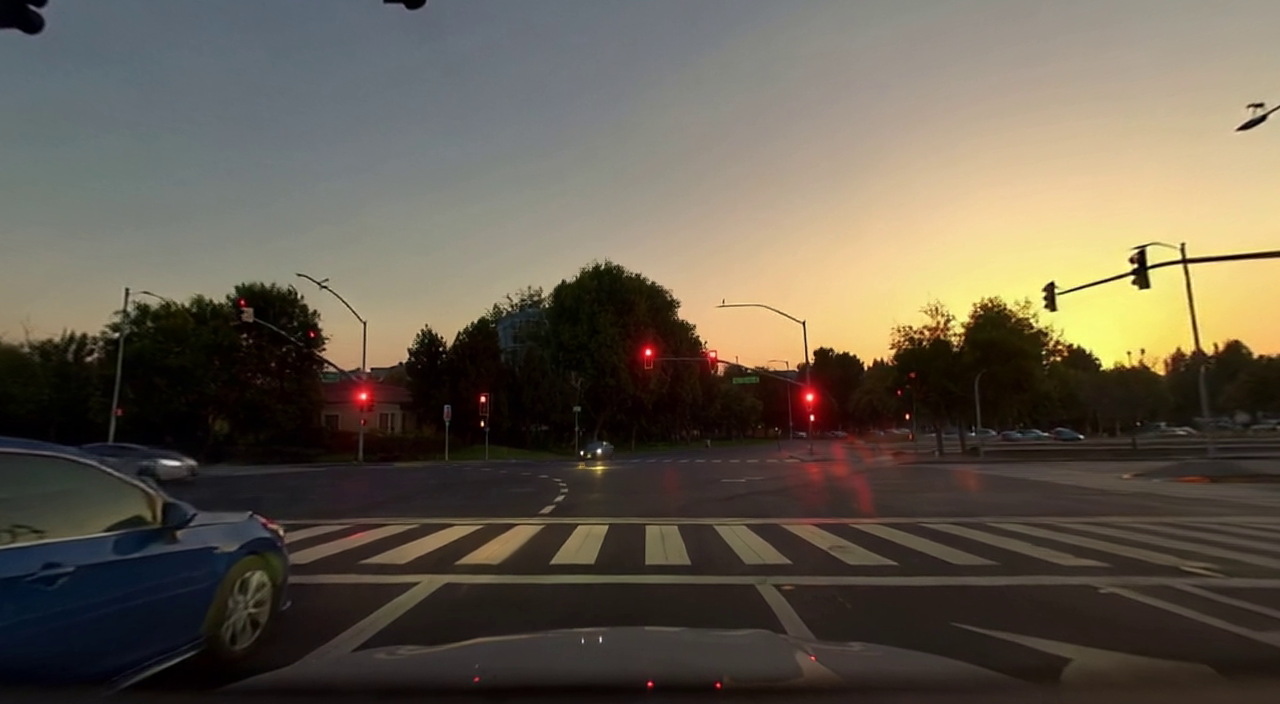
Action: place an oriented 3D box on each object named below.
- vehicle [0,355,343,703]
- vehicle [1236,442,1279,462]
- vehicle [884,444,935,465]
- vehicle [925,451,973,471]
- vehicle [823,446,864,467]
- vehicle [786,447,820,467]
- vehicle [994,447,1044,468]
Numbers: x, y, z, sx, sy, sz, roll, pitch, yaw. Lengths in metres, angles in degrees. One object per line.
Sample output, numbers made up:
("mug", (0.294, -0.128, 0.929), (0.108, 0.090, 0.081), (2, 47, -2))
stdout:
("vehicle", (-3.052, 0.819, 2.076), (2.055, 1.573, 4.065), (0, -8, 2))
("vehicle", (46.816, 7.409, 46.843), (1.574, 1.369, 3.611), (-1, -8, 5))
("vehicle", (20.478, 7.805, 48.118), (1.815, 1.515, 4.552), (0, -8, -1))
("vehicle", (22.954, 8.111, 46.978), (1.633, 1.324, 3.449), (0, -8, -3))
("vehicle", (15.475, 7.948, 48.061), (1.714, 1.458, 4.206), (0, -8, 0))
("vehicle", (12.460, 8.078, 48.499), (1.647, 1.386, 3.725), (-1, -8, 1))
("vehicle", (28.377, 7.895, 47.347), (1.662, 1.440, 3.583), (-1, -8, 3))
